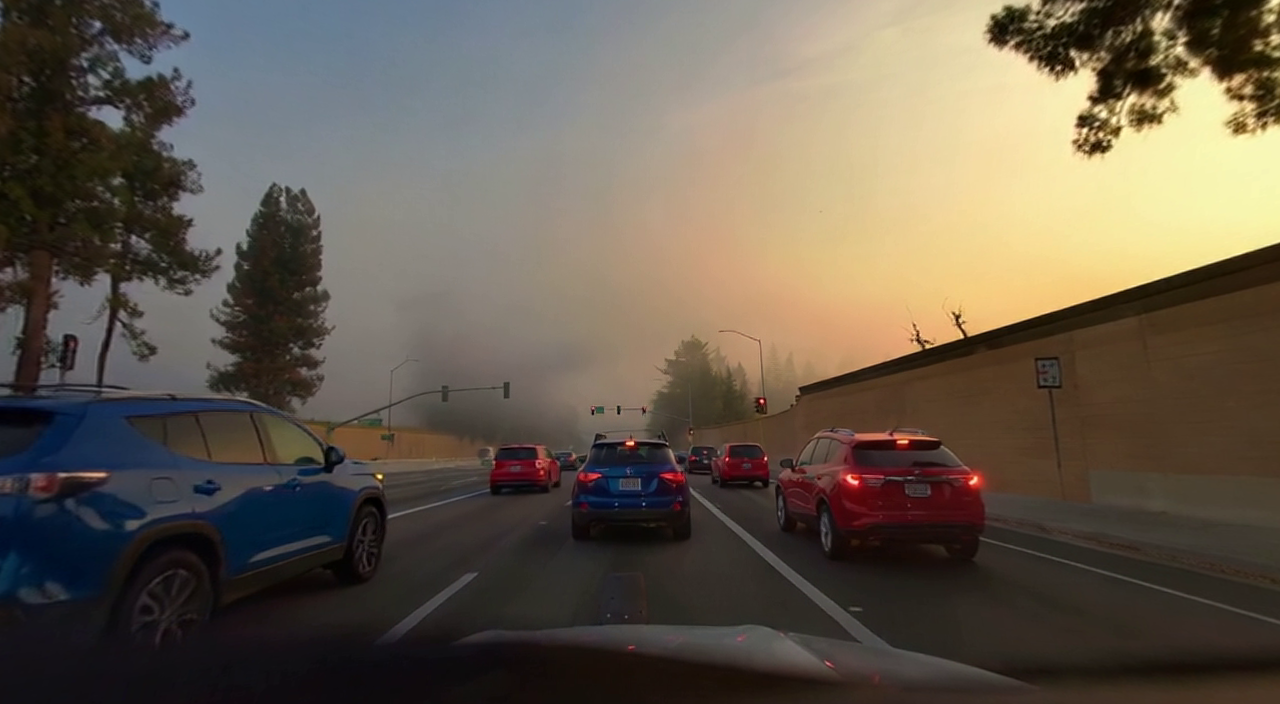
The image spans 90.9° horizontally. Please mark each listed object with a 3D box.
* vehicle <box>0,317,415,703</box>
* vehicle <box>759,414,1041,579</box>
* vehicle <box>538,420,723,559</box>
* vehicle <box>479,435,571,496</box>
[{"bbox_3d":[-3.589,1.122,4.818,2.070,1.913,4.450,0,-8,0],"label":"vehicle"},{"bbox_3d":[3.119,1.818,8.767,2.029,1.702,4.281,0,-8,-1],"label":"vehicle"},{"bbox_3d":[-0.089,1.967,9.714,2.245,1.677,3.913,0,-8,1],"label":"vehicle"},{"bbox_3d":[-3.622,3.672,20.784,2.067,1.759,4.631,0,-8,1],"label":"vehicle"}]
